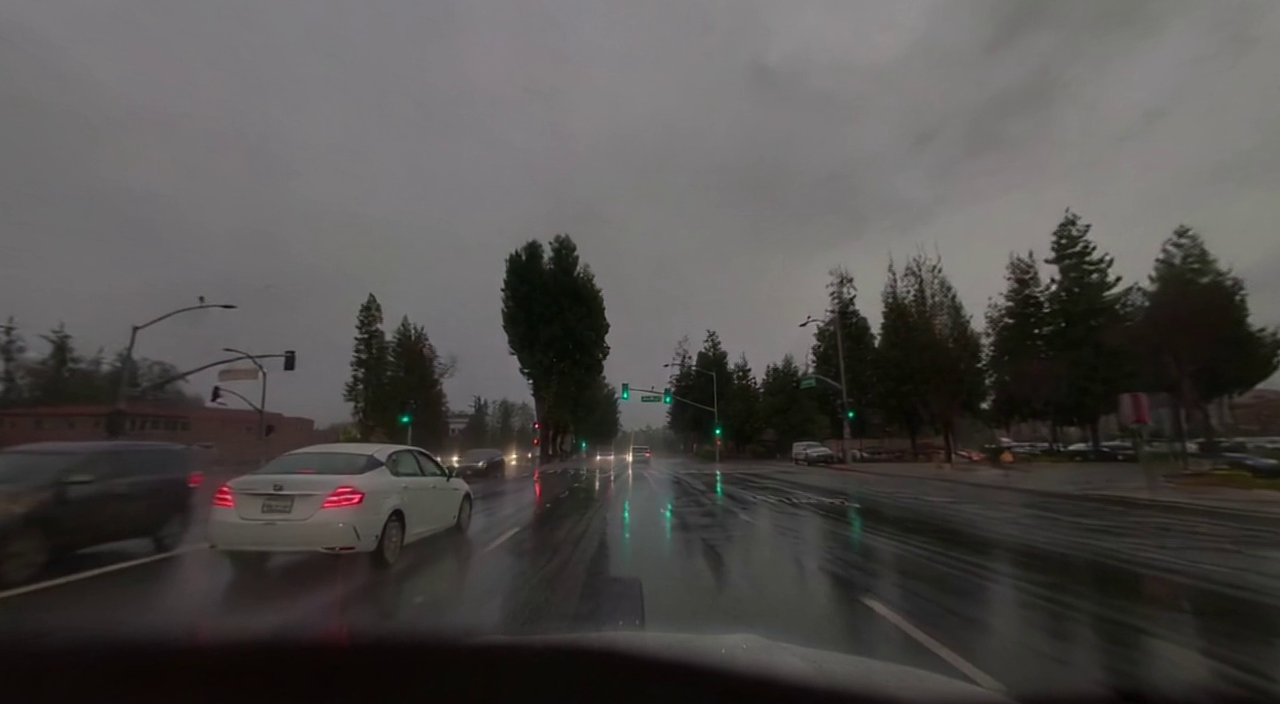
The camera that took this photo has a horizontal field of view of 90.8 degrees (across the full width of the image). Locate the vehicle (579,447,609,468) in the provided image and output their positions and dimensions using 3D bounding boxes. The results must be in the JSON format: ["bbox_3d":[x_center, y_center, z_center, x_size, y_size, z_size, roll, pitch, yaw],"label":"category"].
[{"bbox_3d":[-3.552,8.280,49.778,2.103,1.592,4.160,0,-9,0],"label":"vehicle"}]

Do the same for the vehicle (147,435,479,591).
[{"bbox_3d":[-3.584,1.822,8.079,1.905,1.418,4.396,0,-9,0],"label":"vehicle"}]

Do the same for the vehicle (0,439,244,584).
[{"bbox_3d":[-7.437,1.854,7.977,1.920,1.456,4.534,0,-9,0],"label":"vehicle"}]

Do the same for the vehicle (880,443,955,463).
[{"bbox_3d":[21.849,7.961,49.884,4.978,1.543,1.933,0,-9,-1],"label":"vehicle"}]

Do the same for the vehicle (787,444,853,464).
[{"bbox_3d":[14.064,7.996,49.554,4.568,1.470,1.854,0,-9,-1],"label":"vehicle"}]
